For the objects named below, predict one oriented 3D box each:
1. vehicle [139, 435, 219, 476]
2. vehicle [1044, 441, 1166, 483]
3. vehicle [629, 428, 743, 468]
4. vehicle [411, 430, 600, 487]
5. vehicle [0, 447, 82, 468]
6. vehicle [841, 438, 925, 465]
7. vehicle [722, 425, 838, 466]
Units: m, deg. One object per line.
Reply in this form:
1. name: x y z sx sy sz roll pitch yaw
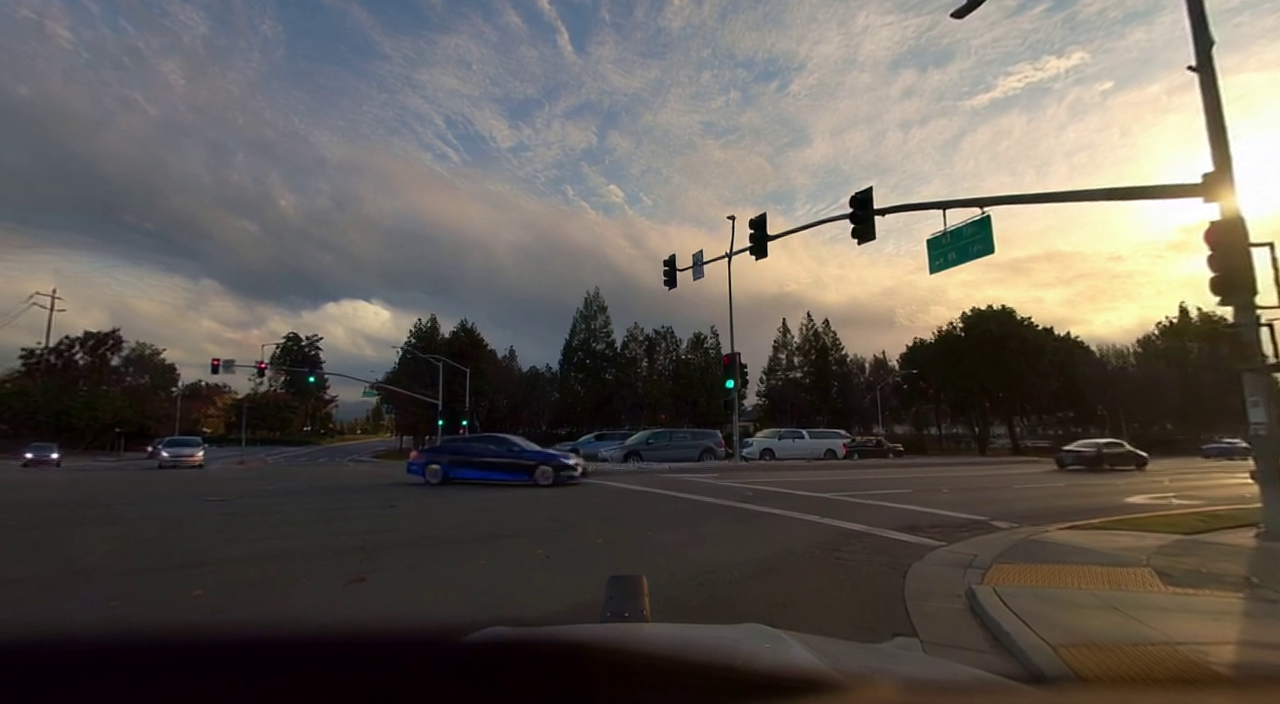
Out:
1. vehicle: -22.521 4.972 30.662 2.450 1.807 5.332 7 -11 -41
2. vehicle: 17.251 4.014 23.338 4.425 1.366 1.865 4 -9 -29
3. vehicle: 1.945 4.043 26.729 4.483 1.589 1.852 4 -9 -26
4. vehicle: -3.636 2.922 17.445 4.686 1.425 2.018 -2 -8 12
5. vehicle: -44.282 7.734 46.227 4.589 1.462 1.953 0 -8 -5
6. vehicle: 13.877 5.645 35.918 4.457 1.429 1.862 4 -9 -26
7. vehicle: 7.350 4.927 33.077 5.791 1.964 2.199 5 -9 -26
